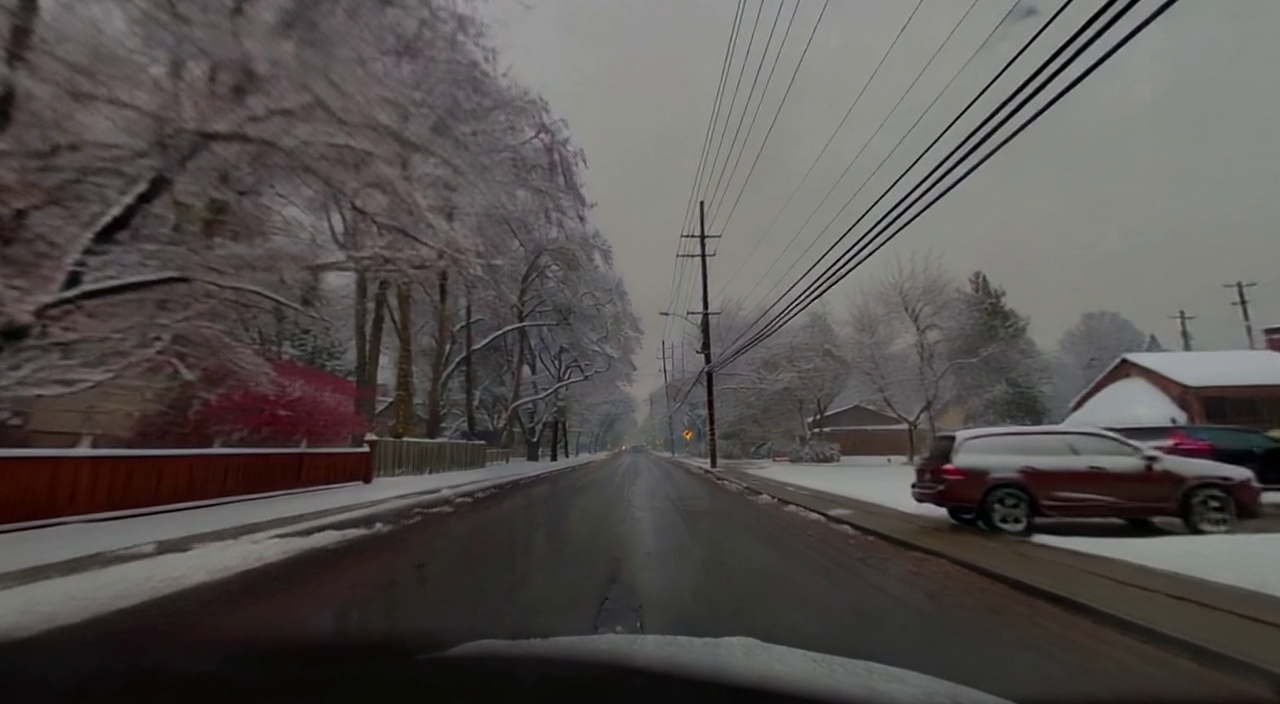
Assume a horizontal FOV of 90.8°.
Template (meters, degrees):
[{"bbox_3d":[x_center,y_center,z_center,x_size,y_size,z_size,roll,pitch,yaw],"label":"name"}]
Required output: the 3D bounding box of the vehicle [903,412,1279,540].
[{"bbox_3d":[7.225,1.977,10.423,4.806,1.851,2.050,0,-9,3],"label":"vehicle"}]
